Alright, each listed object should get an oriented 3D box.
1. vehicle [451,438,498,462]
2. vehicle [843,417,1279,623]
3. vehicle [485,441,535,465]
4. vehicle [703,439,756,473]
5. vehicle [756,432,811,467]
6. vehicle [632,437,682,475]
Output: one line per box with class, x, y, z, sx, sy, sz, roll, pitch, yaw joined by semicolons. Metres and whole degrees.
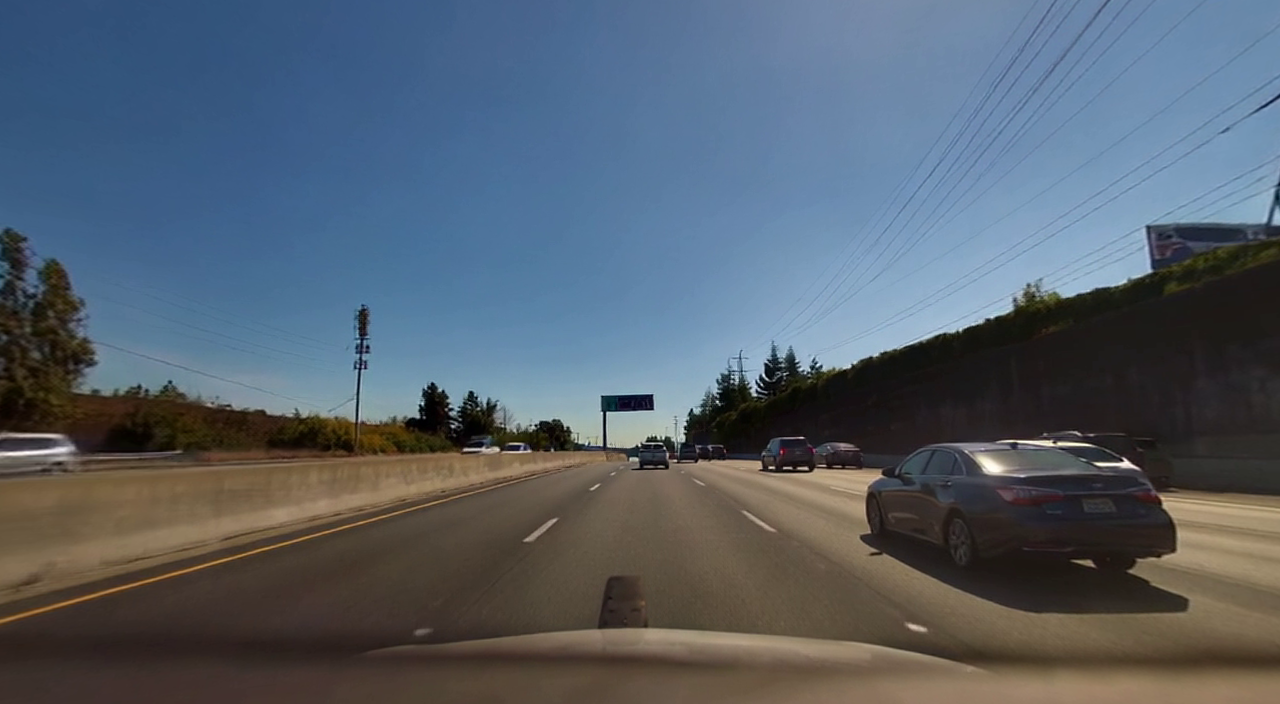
vehicle;-12.538;7.449;48.049;2.057;1.744;4.716;-1;-8;4
vehicle;3.937;1.543;6.830;1.986;1.478;4.429;0;-8;0
vehicle;-8.824;6.900;43.226;2.108;1.501;4.726;-1;-8;4
vehicle;4.148;4.888;29.866;1.936;1.465;4.060;0;-8;0
vehicle;8.014;5.494;35.702;2.041;1.821;4.562;0;-8;0
vehicle;0.722;4.565;27.893;2.042;1.581;3.769;0;-8;0
